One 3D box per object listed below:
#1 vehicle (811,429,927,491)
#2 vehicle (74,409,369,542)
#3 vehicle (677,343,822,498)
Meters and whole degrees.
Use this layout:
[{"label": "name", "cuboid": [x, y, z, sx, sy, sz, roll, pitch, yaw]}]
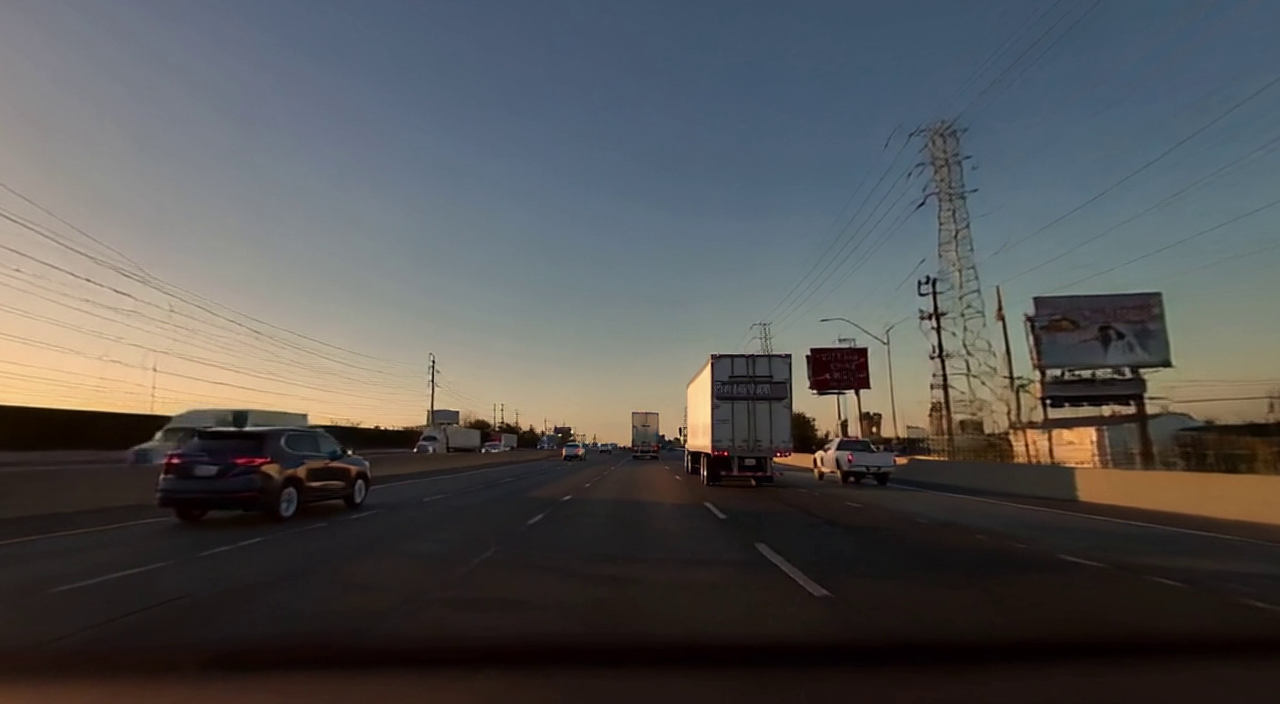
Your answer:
[{"label": "vehicle", "cuboid": [7.553, 3.620, 21.469, 2.115, 1.844, 4.522, 0, -9, -1]}, {"label": "vehicle", "cuboid": [-6.894, 2.095, 11.300, 2.004, 1.846, 4.739, 0, -9, 0]}, {"label": "vehicle", "cuboid": [3.420, 3.076, 25.295, 2.892, 4.152, 16.575, 0, -9, 0]}]
